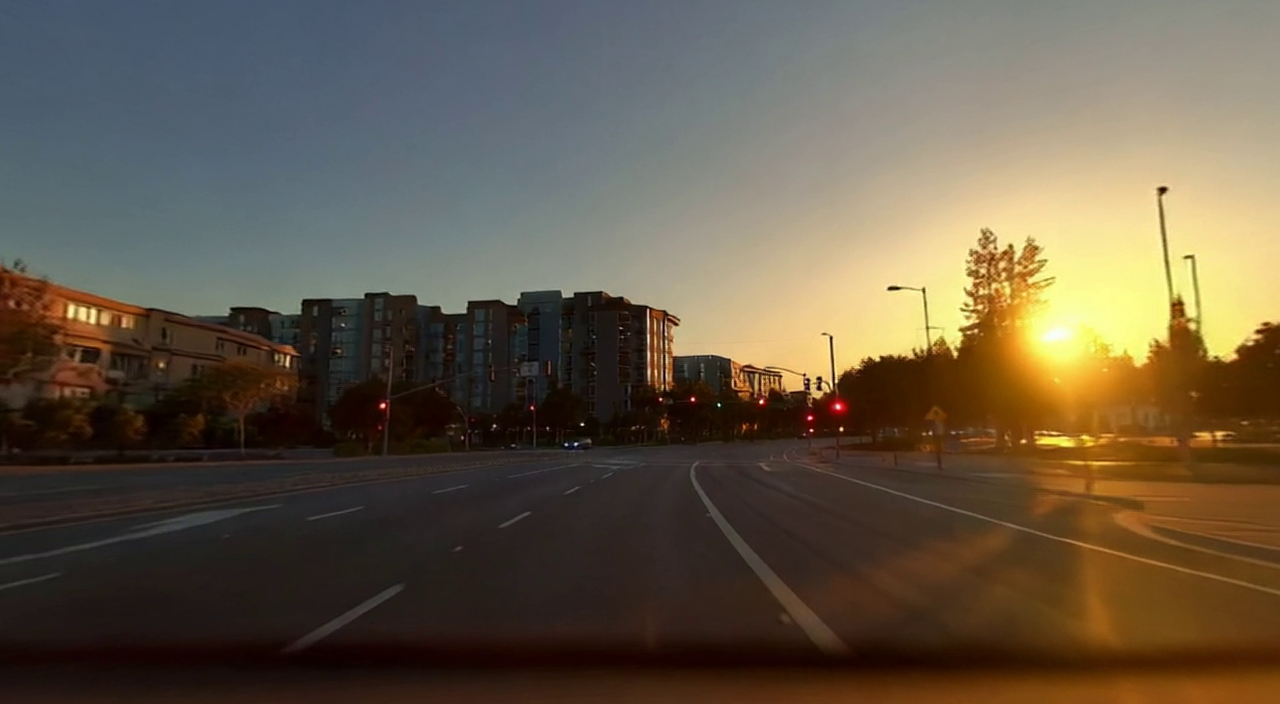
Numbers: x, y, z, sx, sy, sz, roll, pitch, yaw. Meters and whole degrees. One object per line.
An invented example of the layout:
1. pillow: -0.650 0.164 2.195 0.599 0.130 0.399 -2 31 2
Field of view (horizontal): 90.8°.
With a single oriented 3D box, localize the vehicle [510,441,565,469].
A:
1. vehicle: -5.701 5.793 35.724 1.893 1.503 4.309 -1 -8 7
